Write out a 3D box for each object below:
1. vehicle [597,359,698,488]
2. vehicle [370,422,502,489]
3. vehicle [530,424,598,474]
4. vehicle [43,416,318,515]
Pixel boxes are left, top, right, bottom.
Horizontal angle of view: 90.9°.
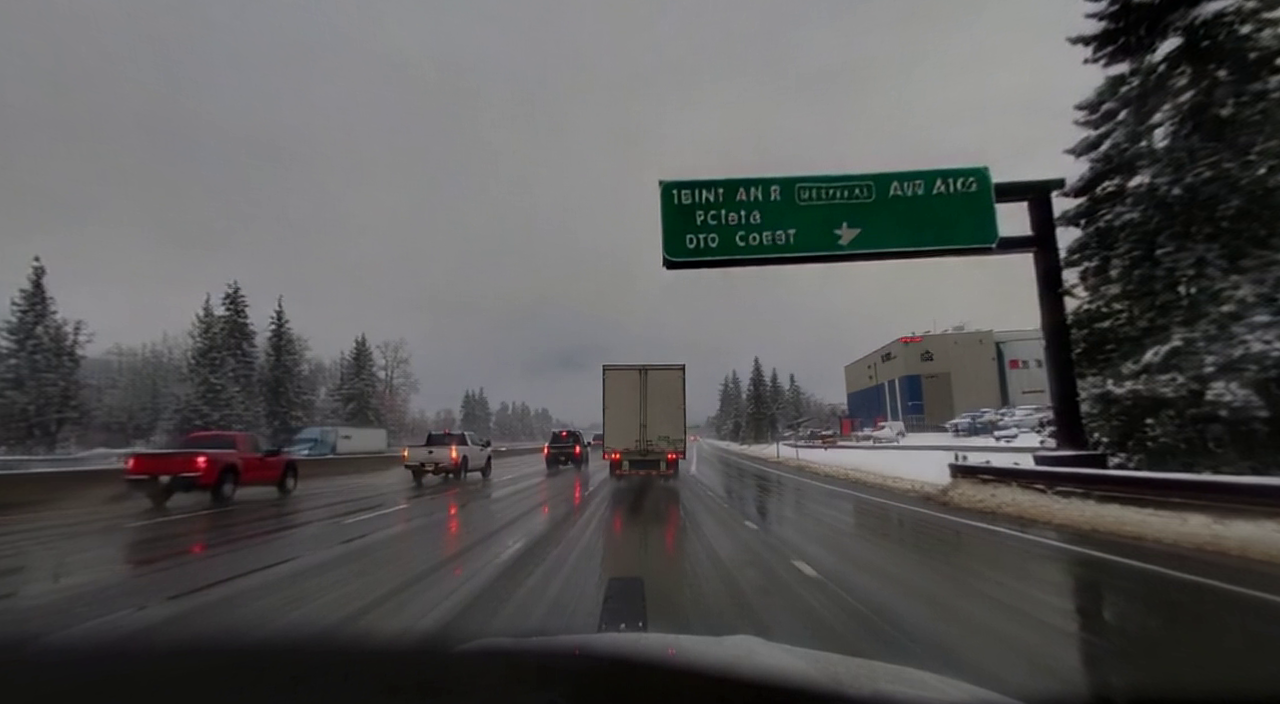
[{"bbox_3d":[0.182,2.833,23.611,2.941,3.794,9.851,0,-9,0],"label":"vehicle"},{"bbox_3d":[-6.693,3.518,21.704,2.479,1.978,5.952,0,-9,1],"label":"vehicle"},{"bbox_3d":[-3.405,4.570,29.705,2.379,2.075,6.169,0,-9,1],"label":"vehicle"},{"bbox_3d":[-10.322,2.627,15.077,2.089,1.885,5.888,0,-9,1],"label":"vehicle"}]
